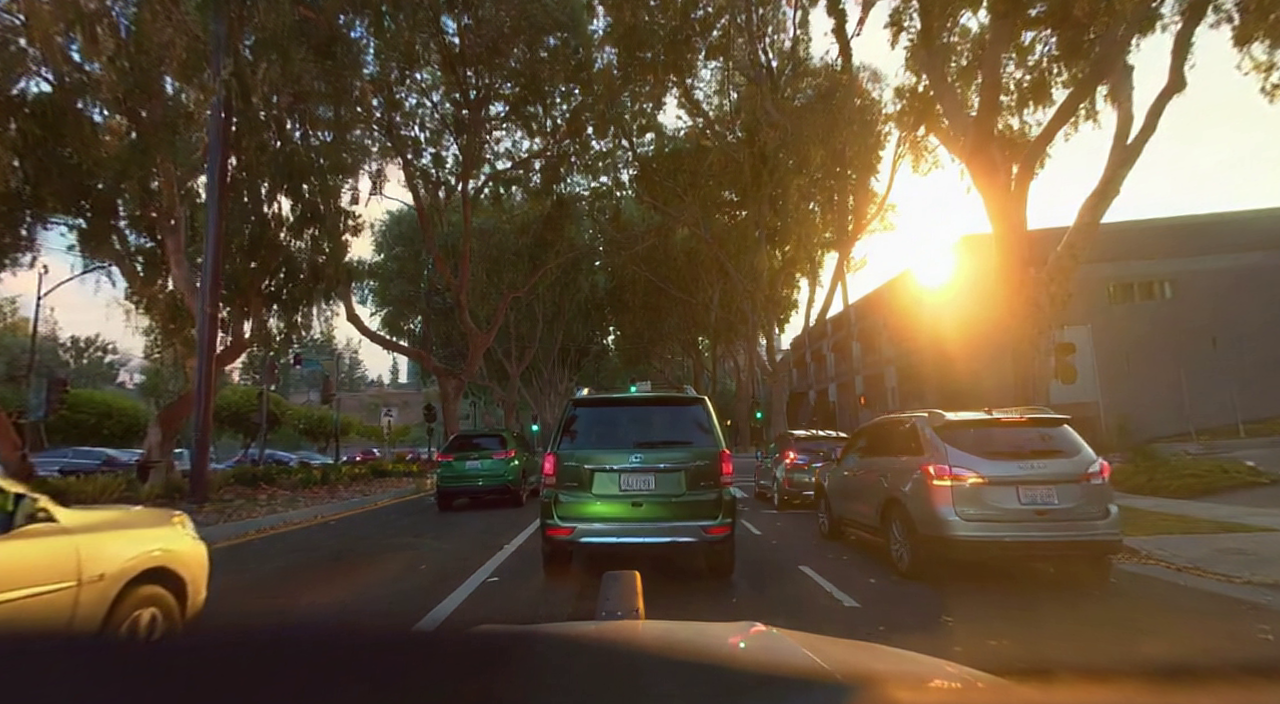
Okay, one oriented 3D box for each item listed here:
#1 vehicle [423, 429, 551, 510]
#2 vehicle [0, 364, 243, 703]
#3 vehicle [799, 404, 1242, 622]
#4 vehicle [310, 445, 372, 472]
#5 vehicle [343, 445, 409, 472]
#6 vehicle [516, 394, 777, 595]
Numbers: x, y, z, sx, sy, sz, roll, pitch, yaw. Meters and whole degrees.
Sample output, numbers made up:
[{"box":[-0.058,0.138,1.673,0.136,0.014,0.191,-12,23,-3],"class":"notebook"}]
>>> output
[{"box":[-3.424,2.716,14.992,1.961,1.639,4.064,0,-9,1],"class":"vehicle"},{"box":[-3.408,0.720,1.451,2.065,1.603,4.459,0,-9,0],"class":"vehicle"},{"box":[3.470,1.554,7.058,2.202,1.657,4.298,0,-9,-1],"class":"vehicle"},{"box":[-22.151,7.895,47.087,1.993,1.844,5.316,0,-9,0],"class":"vehicle"},{"box":[-18.073,7.296,43.563,2.211,1.694,5.157,0,-9,1],"class":"vehicle"},{"box":[0.028,1.547,7.595,2.294,1.761,3.857,0,-9,-1],"class":"vehicle"}]
